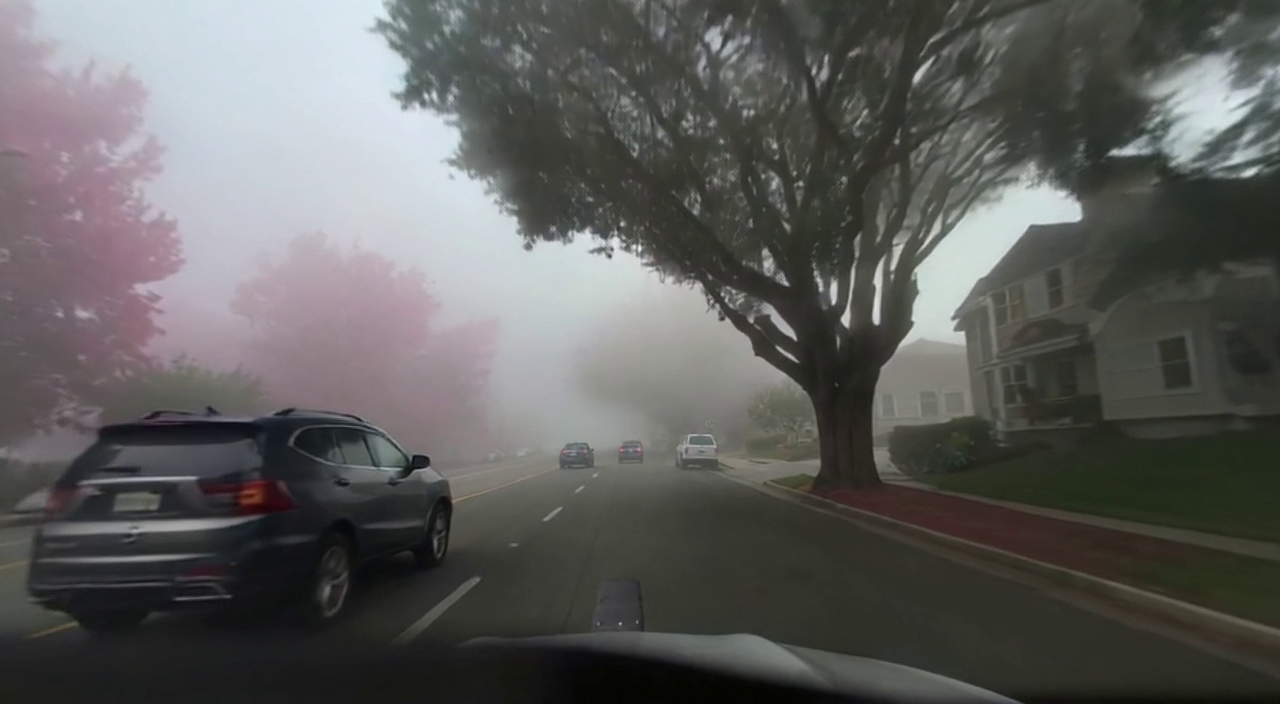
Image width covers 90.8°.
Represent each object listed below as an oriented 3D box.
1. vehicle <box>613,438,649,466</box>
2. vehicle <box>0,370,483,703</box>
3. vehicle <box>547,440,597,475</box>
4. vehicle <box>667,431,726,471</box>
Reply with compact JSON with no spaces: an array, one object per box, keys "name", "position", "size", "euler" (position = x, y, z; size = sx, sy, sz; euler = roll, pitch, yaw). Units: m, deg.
[{"name":"vehicle","position":[-0.615,6.913,43.680],"size":[2.376,1.801,4.317],"euler":[0,-9,-1]},{"name":"vehicle","position":[-3.245,1.347,5.916],"size":[2.257,1.751,5.028],"euler":[0,-9,0]},{"name":"vehicle","position":[-3.398,5.411,32.523],"size":[2.167,1.634,4.220],"euler":[0,-9,-1]},{"name":"vehicle","position":[3.013,5.478,35.039],"size":[2.653,2.058,5.096],"euler":[0,-9,-1]}]
